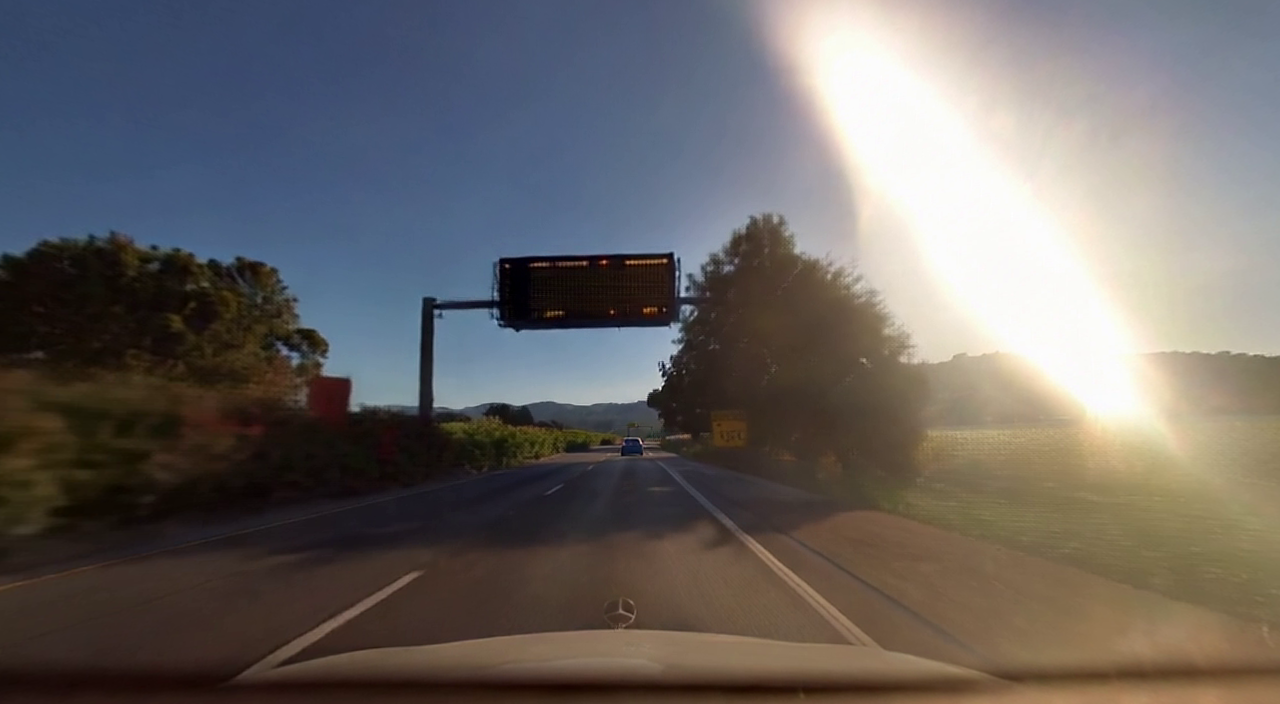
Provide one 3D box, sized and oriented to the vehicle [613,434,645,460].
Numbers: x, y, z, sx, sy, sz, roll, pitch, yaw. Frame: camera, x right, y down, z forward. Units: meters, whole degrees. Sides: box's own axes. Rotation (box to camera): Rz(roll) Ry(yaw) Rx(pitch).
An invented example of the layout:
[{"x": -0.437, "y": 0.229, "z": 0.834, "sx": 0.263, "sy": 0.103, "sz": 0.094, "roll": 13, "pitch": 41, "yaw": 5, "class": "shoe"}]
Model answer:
[{"x": -0.761, "y": 6.678, "z": 44.477, "sx": 2.180, "sy": 1.717, "sz": 4.139, "roll": 0, "pitch": -8, "yaw": -1, "class": "vehicle"}]
